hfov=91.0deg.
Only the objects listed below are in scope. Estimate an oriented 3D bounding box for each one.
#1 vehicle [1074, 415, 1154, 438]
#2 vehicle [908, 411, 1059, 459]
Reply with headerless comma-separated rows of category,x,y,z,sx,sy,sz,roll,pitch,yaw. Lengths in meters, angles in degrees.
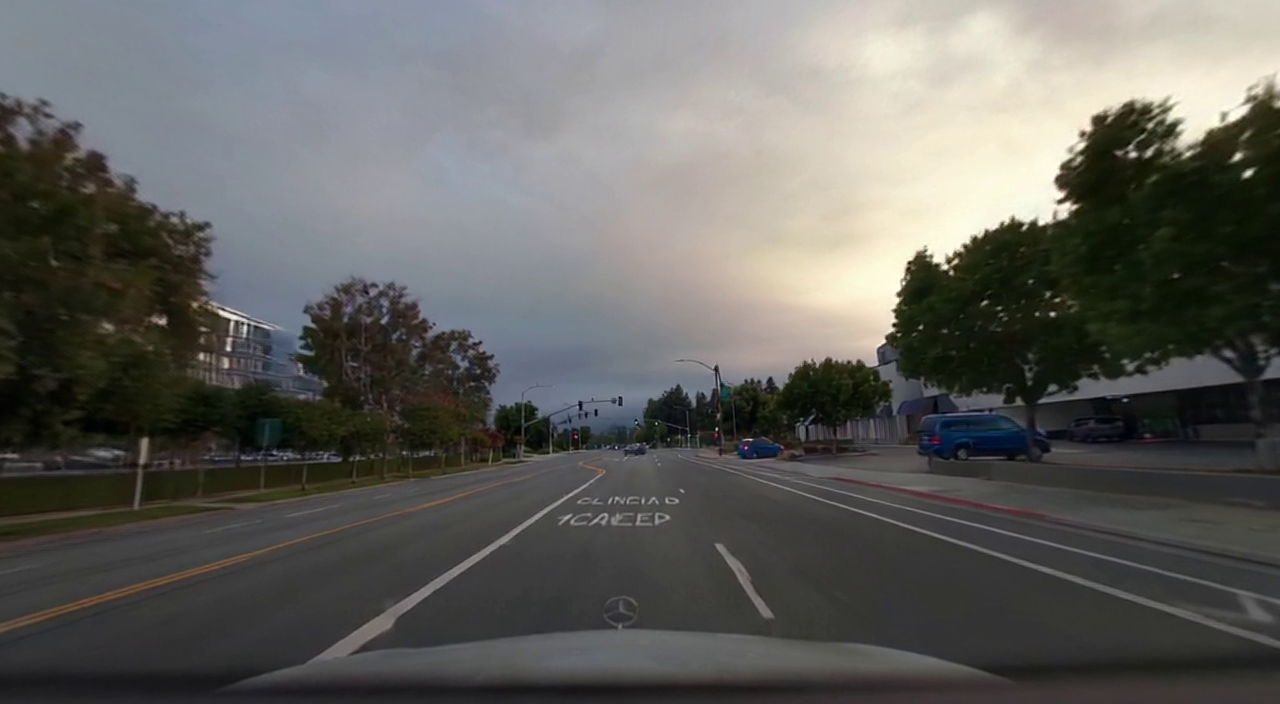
vehicle,36.270,5.766,48.298,1.947,1.592,4.418,4,-9,-24
vehicle,15.867,3.879,29.376,5.546,2.117,2.443,0,-9,0
